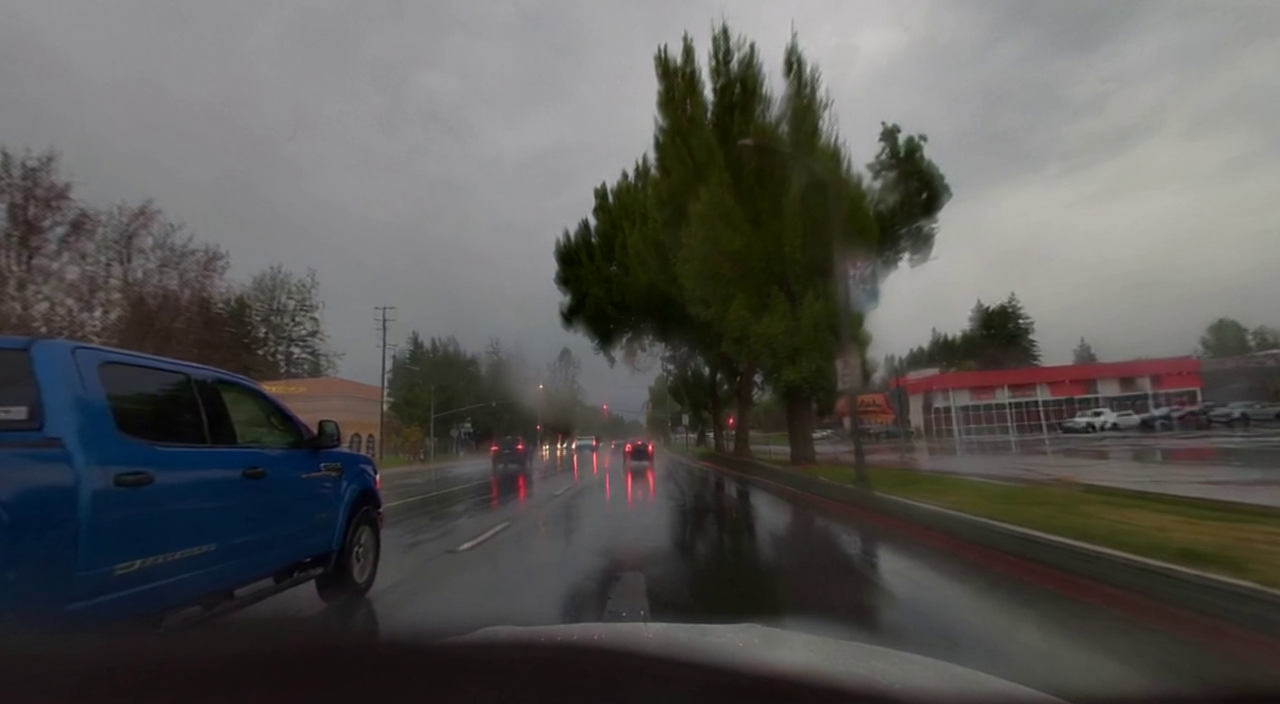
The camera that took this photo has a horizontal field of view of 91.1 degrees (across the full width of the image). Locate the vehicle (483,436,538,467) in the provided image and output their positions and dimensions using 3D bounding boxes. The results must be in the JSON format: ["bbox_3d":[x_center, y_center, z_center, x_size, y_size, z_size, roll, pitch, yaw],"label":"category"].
[{"bbox_3d":[-7.868,6.123,38.702,2.146,1.788,5.153,0,-9,2],"label":"vehicle"}]

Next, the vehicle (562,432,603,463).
[{"bbox_3d":[-3.817,6.397,42.152,2.243,1.976,4.514,0,-9,1],"label":"vehicle"}]

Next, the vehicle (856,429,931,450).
[{"bbox_3d":[19.285,6.687,47.804,5.025,1.475,1.956,-5,-10,29],"label":"vehicle"}]

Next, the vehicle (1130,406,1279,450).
[{"bbox_3d":[22.753,3.062,24.946,4.767,1.443,1.978,-7,-11,29],"label":"vehicle"}]

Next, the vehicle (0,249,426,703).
[{"bbox_3d":[-3.576,0.759,2.848,2.552,2.079,6.810,0,-9,2],"label":"vehicle"}]

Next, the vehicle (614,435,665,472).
[{"bbox_3d":[-0.062,4.699,29.235,2.191,1.530,4.470,0,-9,-1],"label":"vehicle"}]
